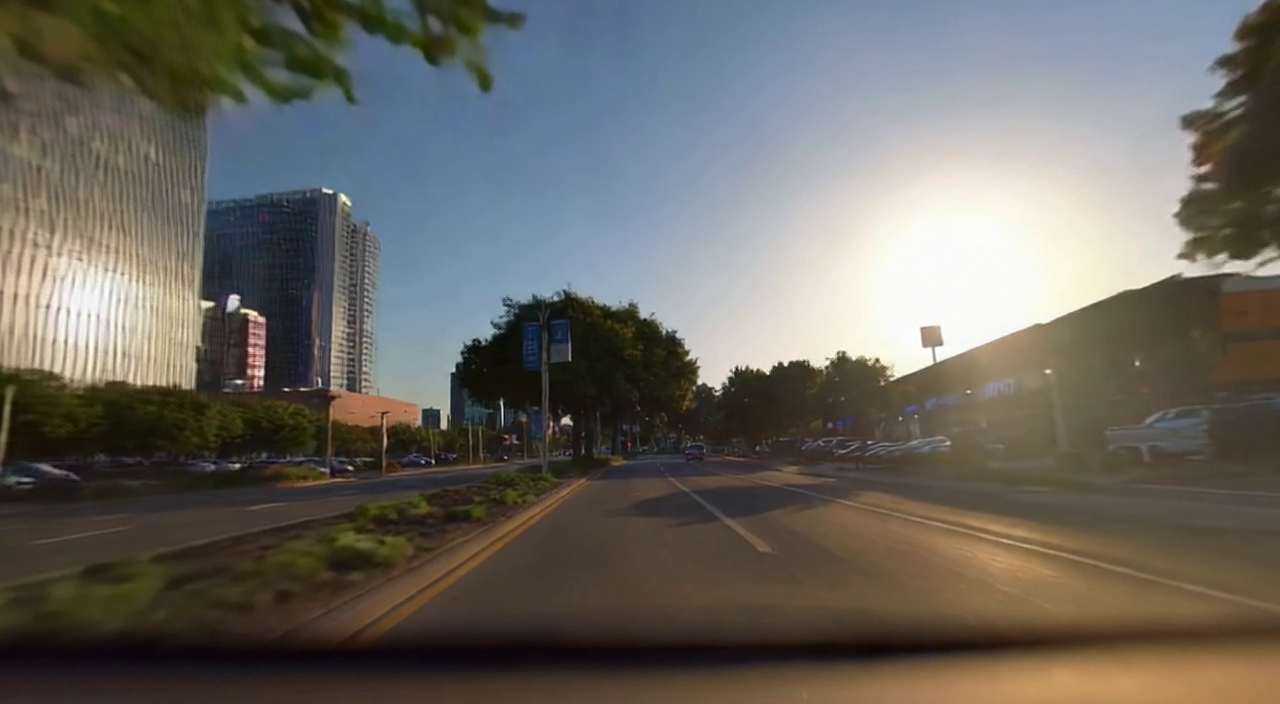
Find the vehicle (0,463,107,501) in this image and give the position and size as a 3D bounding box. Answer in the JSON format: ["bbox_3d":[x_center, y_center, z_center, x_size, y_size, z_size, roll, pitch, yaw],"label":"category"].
[{"bbox_3d":[-26.790,5.774,27.958,4.410,1.430,1.897,1,-9,-23],"label":"vehicle"}]
